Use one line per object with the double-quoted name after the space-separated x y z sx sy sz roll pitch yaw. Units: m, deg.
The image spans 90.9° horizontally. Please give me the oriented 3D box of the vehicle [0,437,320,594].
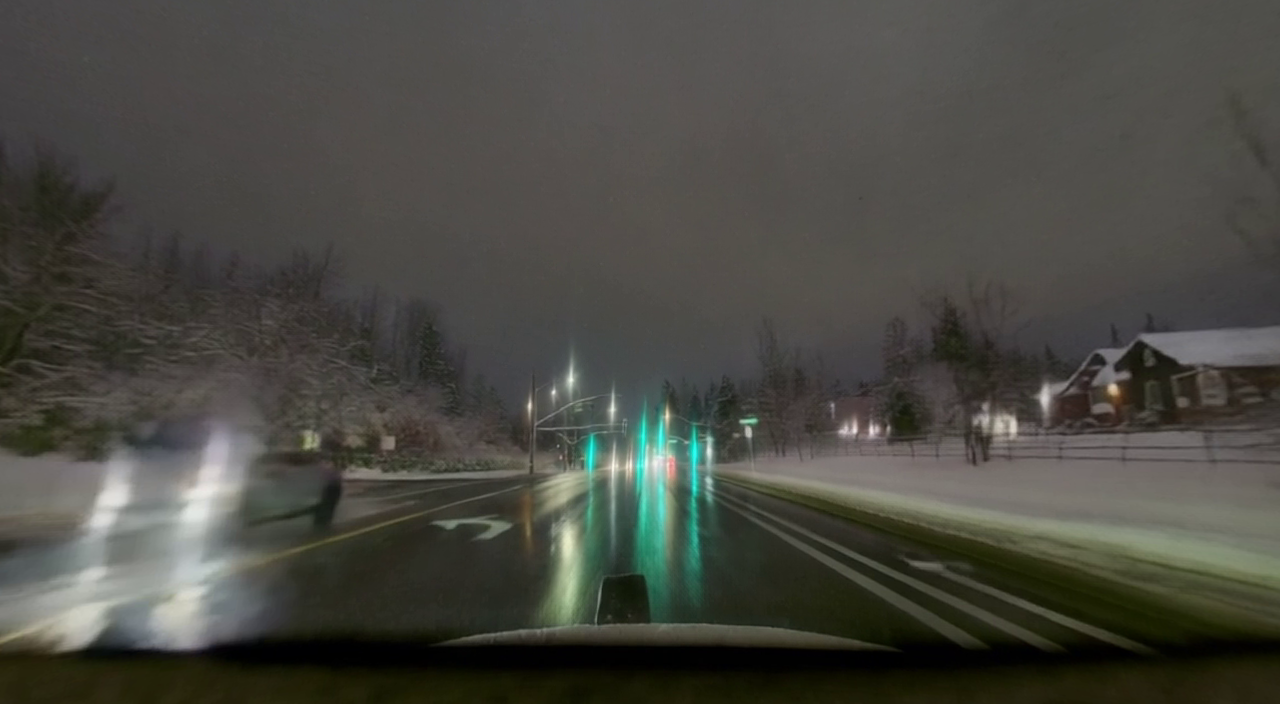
-6.461 1.999 8.578 2.095 1.603 3.980 0 -9 0 "vehicle"
